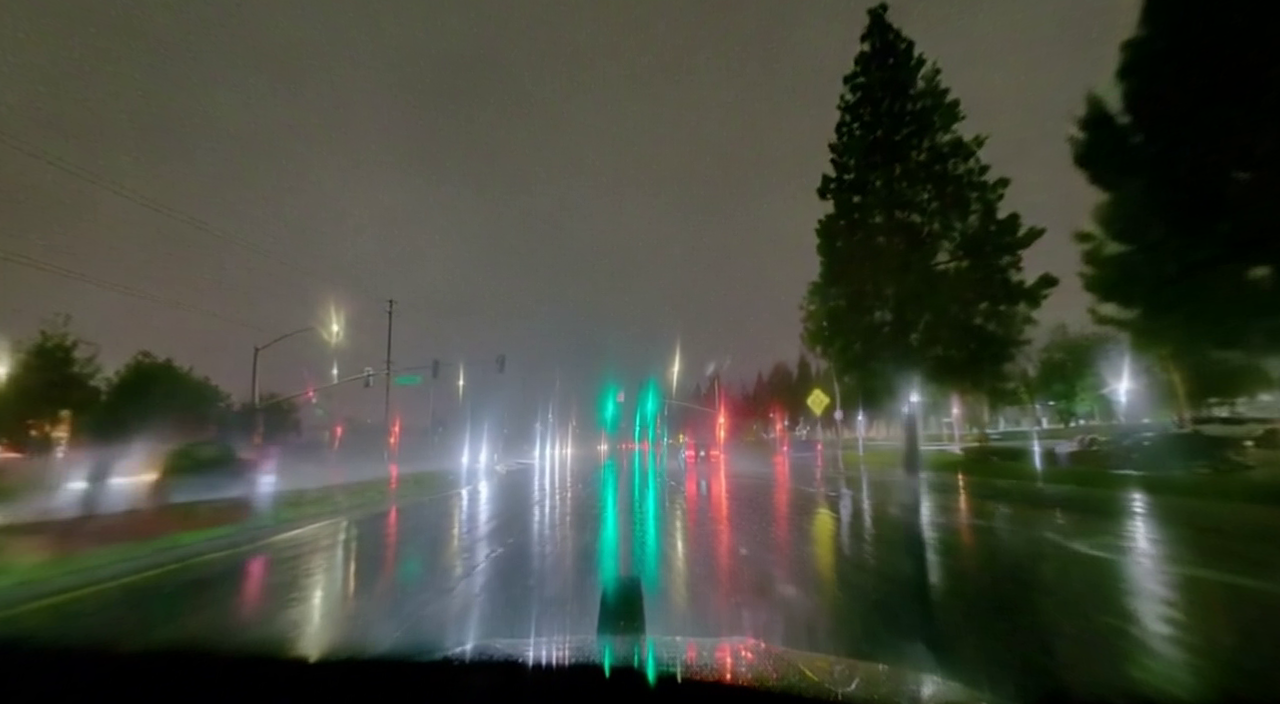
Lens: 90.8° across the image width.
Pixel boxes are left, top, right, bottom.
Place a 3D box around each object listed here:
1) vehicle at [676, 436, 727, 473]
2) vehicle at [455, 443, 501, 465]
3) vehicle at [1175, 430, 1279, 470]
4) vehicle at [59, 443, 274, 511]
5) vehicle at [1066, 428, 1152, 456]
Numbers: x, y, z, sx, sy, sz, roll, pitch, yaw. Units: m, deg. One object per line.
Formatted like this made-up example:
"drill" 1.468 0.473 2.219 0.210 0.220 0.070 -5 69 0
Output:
"vehicle" 3.098 5.295 32.966 2.069 1.761 4.610 0 -8 -2
"vehicle" -11.791 7.452 46.290 2.059 1.503 4.483 -1 -8 1
"vehicle" 22.622 3.668 23.670 3.536 1.412 1.727 0 -8 -1
"vehicle" -12.019 3.152 16.580 2.005 1.493 4.682 -1 -8 0
"vehicle" 25.464 4.924 34.493 1.828 1.384 3.794 -1 -8 2
